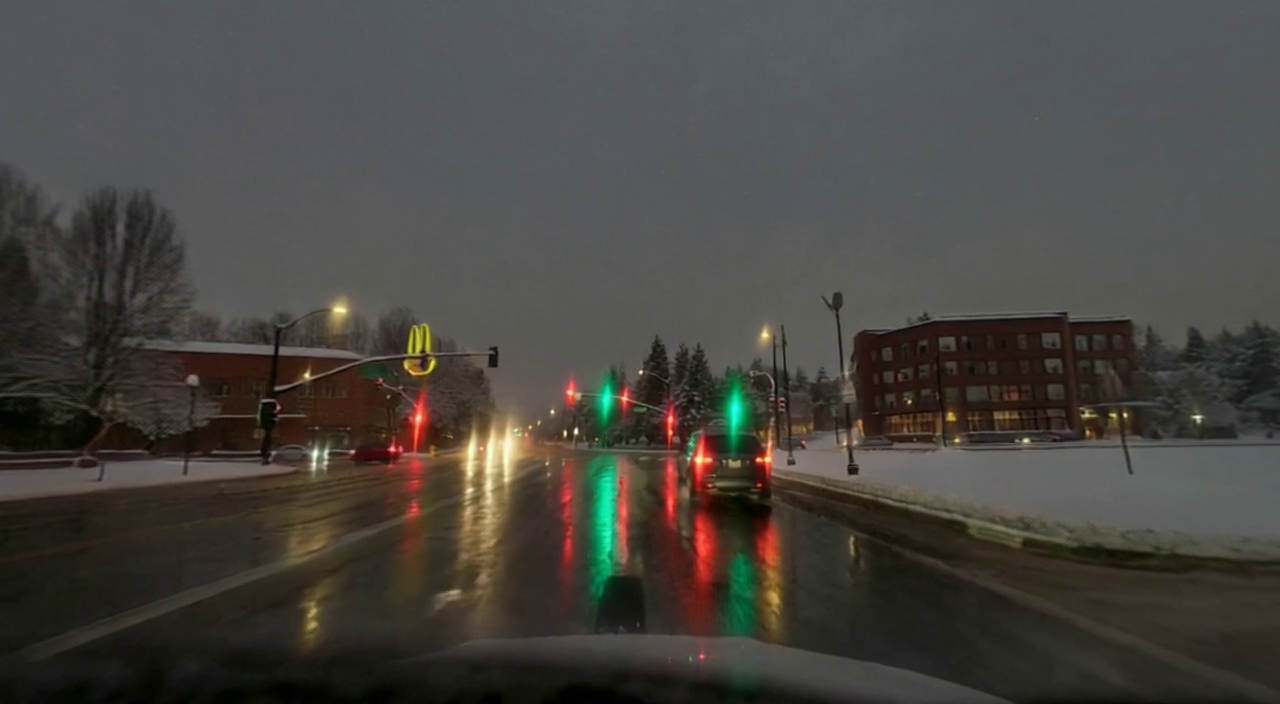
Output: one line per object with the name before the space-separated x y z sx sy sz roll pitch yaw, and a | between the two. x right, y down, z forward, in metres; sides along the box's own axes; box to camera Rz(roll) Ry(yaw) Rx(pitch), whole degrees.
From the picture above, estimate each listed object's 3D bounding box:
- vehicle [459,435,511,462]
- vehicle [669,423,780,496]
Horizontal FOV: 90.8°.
vehicle | -8.934 5.596 36.746 1.924 1.458 4.448 0 -8 -1
vehicle | 2.065 2.806 16.870 2.230 1.683 4.204 0 -8 -2
